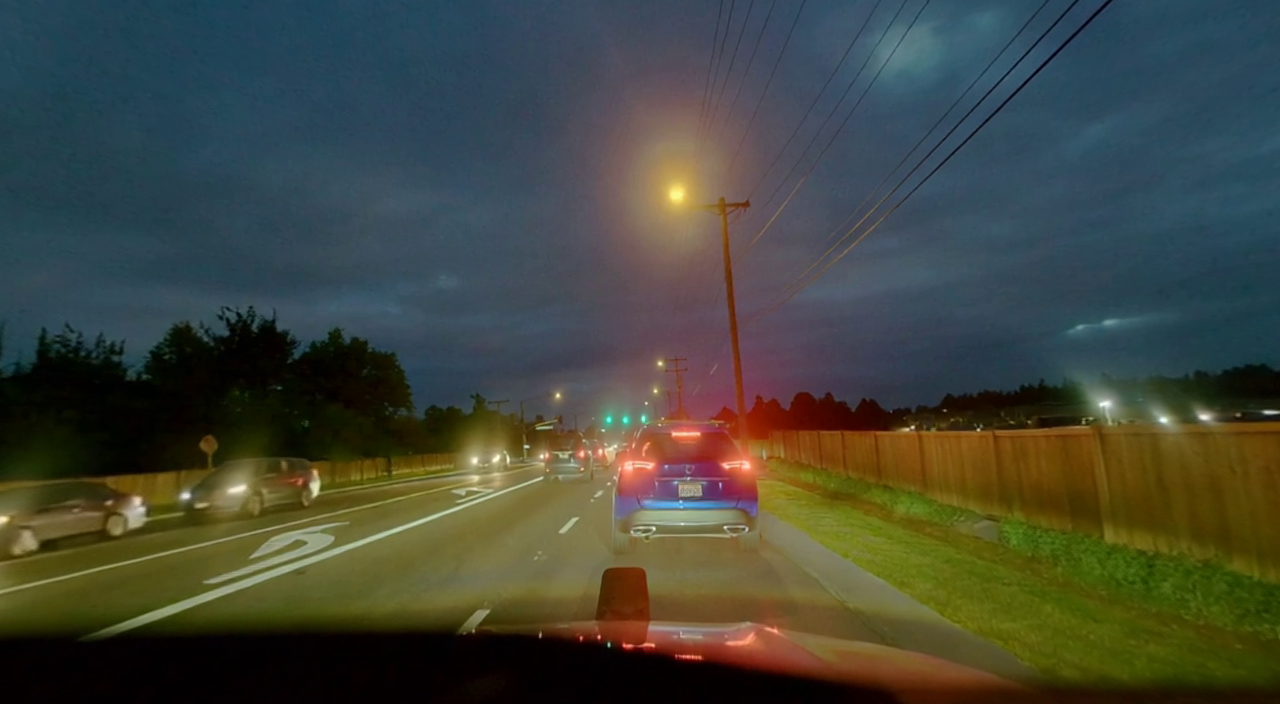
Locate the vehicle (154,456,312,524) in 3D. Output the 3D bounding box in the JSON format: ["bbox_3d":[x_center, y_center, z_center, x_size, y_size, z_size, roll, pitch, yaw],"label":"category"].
[{"bbox_3d":[-11.495,3.876,18.197,1.893,1.662,3.966,0,-9,0],"label":"vehicle"}]

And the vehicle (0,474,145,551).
[{"bbox_3d":[-14.805,3.844,15.204,2.024,1.467,4.584,-4,-9,0],"label":"vehicle"}]

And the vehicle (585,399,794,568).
[{"bbox_3d":[0.488,1.674,8.683,2.174,1.749,4.113,0,-9,-1],"label":"vehicle"}]

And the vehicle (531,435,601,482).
[{"bbox_3d":[-2.712,4.062,24.231,2.037,1.639,4.213,0,-9,2],"label":"vehicle"}]

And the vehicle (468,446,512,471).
[{"bbox_3d":[-11.682,8.325,49.535,2.187,1.863,5.152,0,-9,0],"label":"vehicle"}]
